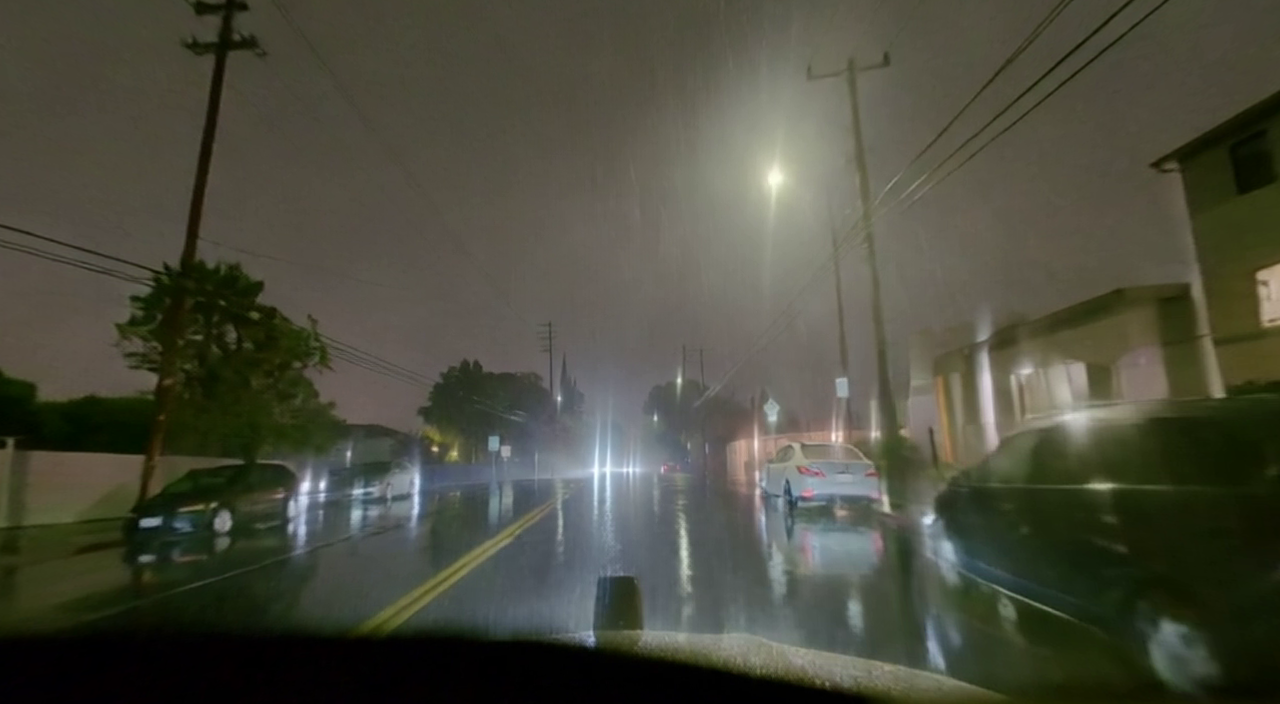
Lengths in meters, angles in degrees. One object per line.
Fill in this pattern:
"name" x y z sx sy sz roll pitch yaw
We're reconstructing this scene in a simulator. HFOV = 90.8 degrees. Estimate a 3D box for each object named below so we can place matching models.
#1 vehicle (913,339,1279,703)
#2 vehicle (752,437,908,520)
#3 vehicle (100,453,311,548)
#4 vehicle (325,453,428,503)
"vehicle" 3.735 1.041 4.007 2.155 1.747 4.311 -1 -9 2
"vehicle" 3.819 2.627 13.707 1.946 1.468 4.721 0 -9 0
"vehicle" -9.407 3.176 14.175 1.884 1.526 4.061 -5 -8 0
"vehicle" -9.469 4.534 23.175 2.000 1.495 4.687 -2 -9 -3
